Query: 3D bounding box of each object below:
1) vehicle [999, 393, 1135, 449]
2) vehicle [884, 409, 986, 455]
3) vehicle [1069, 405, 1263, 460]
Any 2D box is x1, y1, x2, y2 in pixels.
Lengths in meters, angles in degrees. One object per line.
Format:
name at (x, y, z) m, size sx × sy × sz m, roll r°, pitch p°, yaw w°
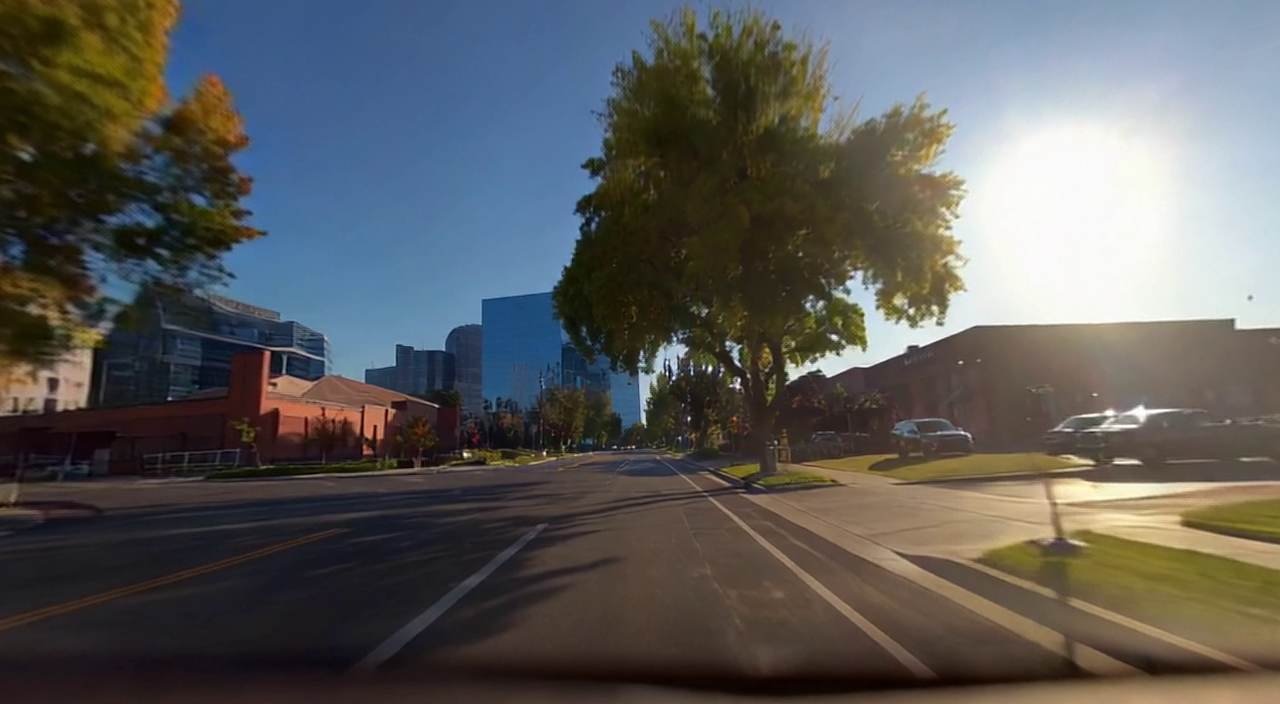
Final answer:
vehicle at (16.879, 2.844, 25.313) m, size 2.027 × 1.910 × 4.824 m, roll -3°, pitch -8°, yaw 1°
vehicle at (11.741, 3.281, 25.529) m, size 2.036 × 1.636 × 4.995 m, roll 0°, pitch -8°, yaw 5°
vehicle at (15.177, 2.412, 18.593) m, size 1.866 × 1.420 × 4.447 m, roll 0°, pitch -9°, yaw 0°
